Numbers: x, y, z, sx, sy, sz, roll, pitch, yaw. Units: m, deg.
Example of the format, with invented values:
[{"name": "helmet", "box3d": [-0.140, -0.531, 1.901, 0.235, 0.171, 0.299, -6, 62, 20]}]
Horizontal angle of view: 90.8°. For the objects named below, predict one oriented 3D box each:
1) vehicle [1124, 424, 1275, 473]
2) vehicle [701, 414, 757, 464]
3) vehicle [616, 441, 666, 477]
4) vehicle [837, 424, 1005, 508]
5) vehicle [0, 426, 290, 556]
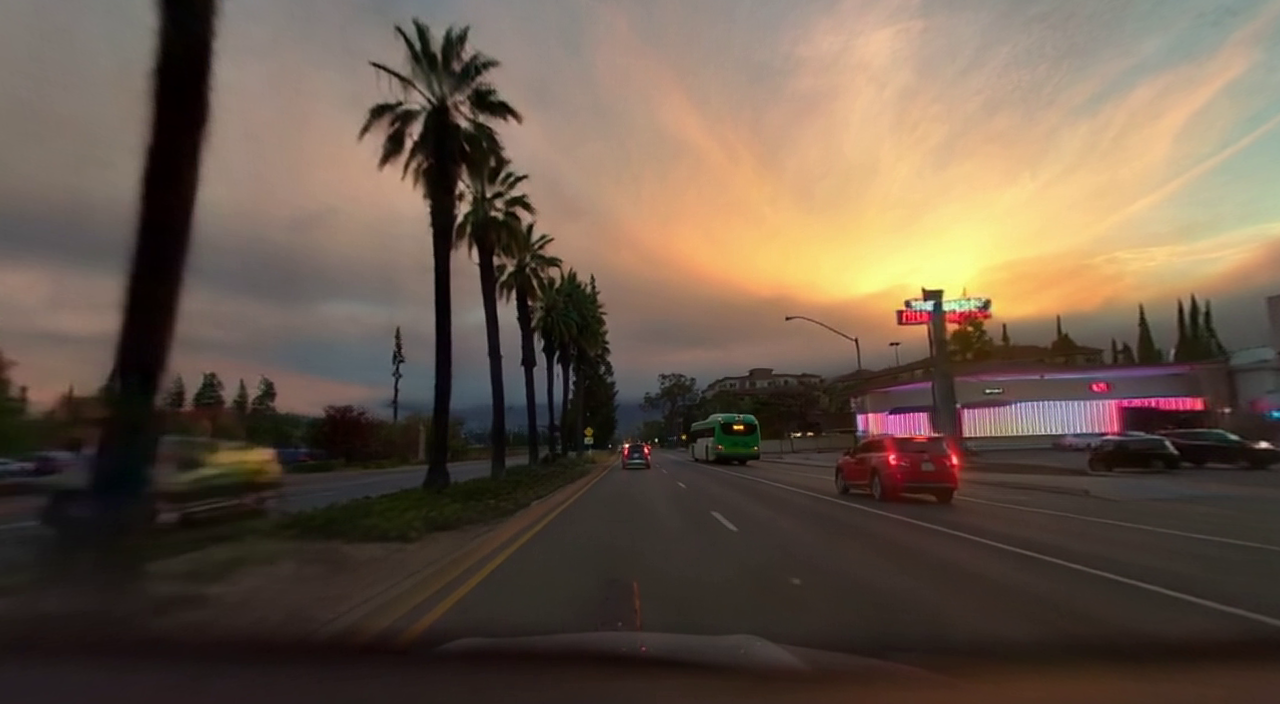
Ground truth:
[{"name": "vehicle", "box3d": [23.352, 4.036, 26.471, 4.595, 1.845, 1.919, -1, -8, -5]}, {"name": "vehicle", "box3d": [6.520, 6.648, 47.677, 2.795, 3.383, 9.287, 0, -9, -1]}, {"name": "vehicle", "box3d": [0.036, 4.792, 28.466, 2.065, 1.477, 4.306, 0, -9, 0]}, {"name": "vehicle", "box3d": [6.348, 2.628, 14.919, 2.031, 1.670, 4.154, 0, -9, 0]}, {"name": "vehicle", "box3d": [-8.802, 2.340, 11.437, 2.106, 1.817, 4.847, 0, -9, 0]}]
